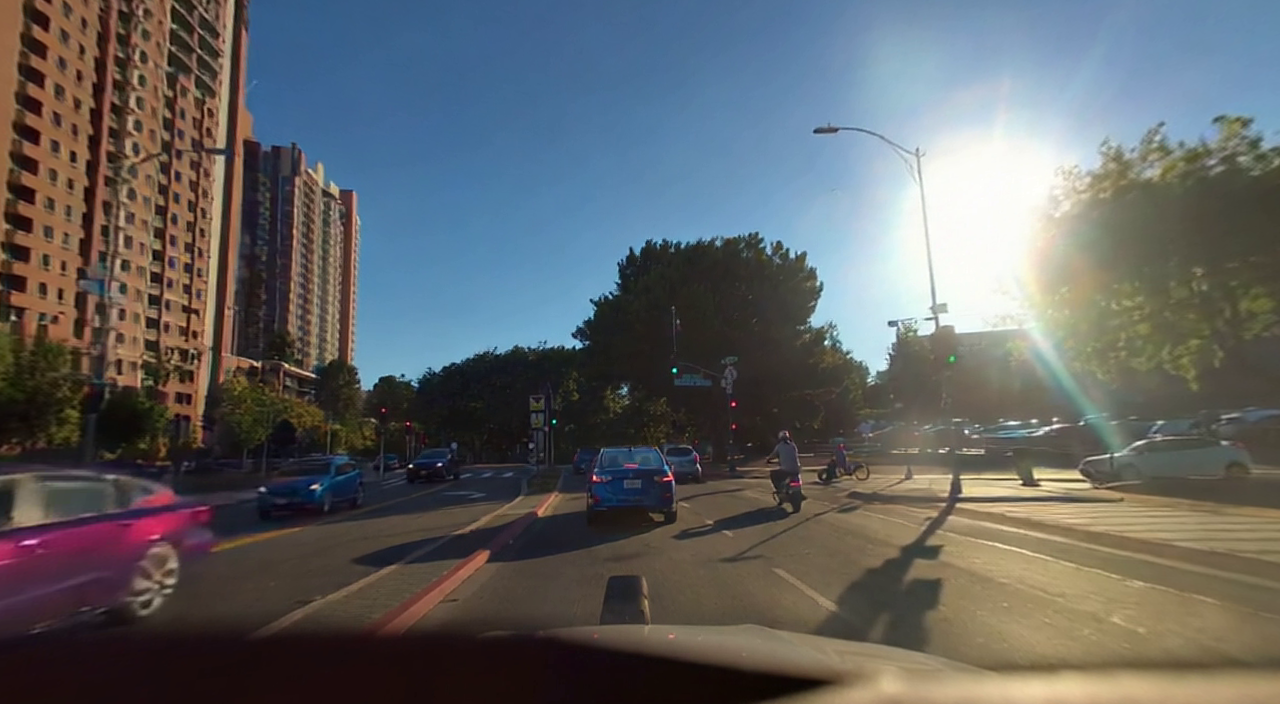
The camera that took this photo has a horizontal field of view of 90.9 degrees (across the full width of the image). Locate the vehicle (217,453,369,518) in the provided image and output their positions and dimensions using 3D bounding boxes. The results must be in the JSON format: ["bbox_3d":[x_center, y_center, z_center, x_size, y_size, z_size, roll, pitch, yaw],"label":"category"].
[{"bbox_3d":[-9.181,3.521,17.184,1.952,1.487,4.351,0,-9,-5],"label":"vehicle"}]

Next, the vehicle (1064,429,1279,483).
[{"bbox_3d":[16.108,3.166,19.293,5.007,1.479,1.866,-6,-10,31],"label":"vehicle"}]

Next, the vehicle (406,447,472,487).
[{"bbox_3d":[-9.351,5.343,29.684,1.993,1.692,4.226,0,-9,-4],"label":"vehicle"}]

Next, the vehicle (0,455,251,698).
[{"bbox_3d":[-4.839,1.402,4.061,2.079,1.392,4.088,0,-9,-1],"label":"vehicle"}]

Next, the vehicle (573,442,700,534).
[{"bbox_3d":[-0.177,2.565,12.522,2.118,1.480,3.949,0,-9,-4],"label":"vehicle"}]
